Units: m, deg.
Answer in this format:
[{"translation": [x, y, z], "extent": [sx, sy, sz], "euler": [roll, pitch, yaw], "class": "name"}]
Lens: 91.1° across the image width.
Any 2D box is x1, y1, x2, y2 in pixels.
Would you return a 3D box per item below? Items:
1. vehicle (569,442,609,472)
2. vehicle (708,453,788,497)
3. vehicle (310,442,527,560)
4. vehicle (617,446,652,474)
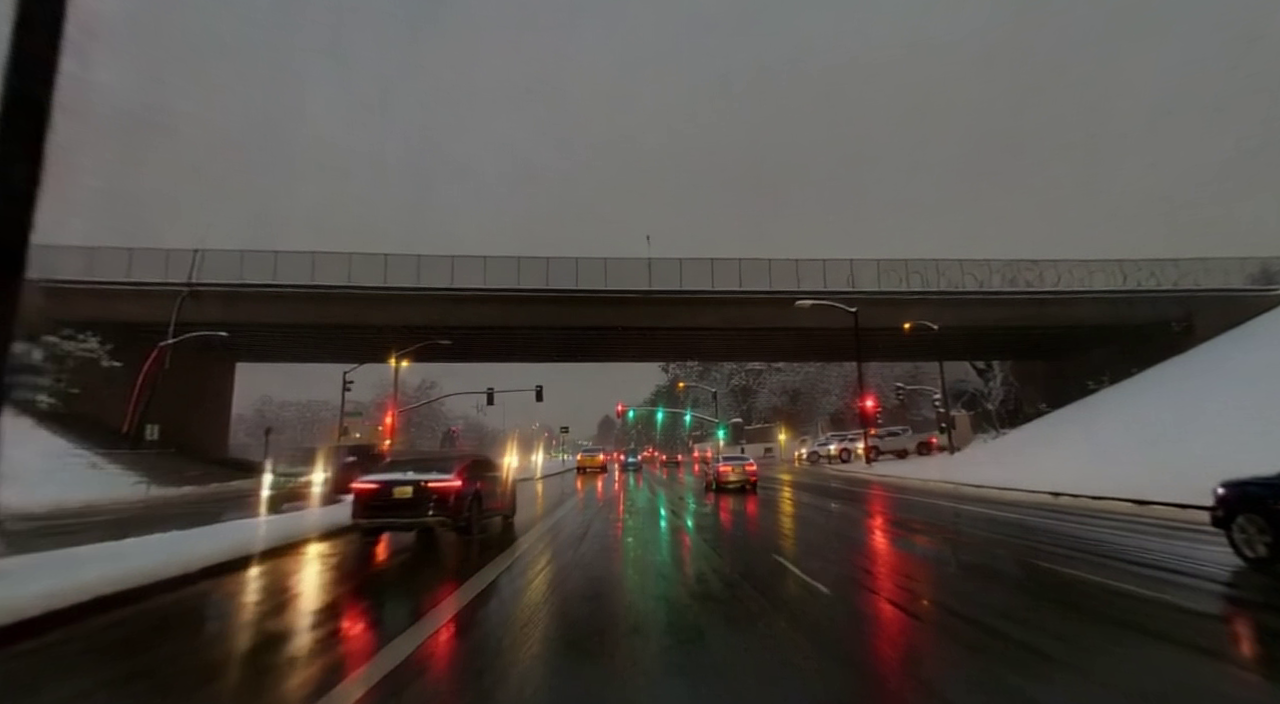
[{"translation": [-3.641, 7.644, 45.976], "extent": [2.485, 2.012, 5.498], "euler": [0, -9, 0], "class": "vehicle"}, {"translation": [3.831, 4.445, 23.095], "extent": [2.156, 1.404, 4.120], "euler": [0, -9, -1], "class": "vehicle"}, {"translation": [-3.229, 2.231, 10.186], "extent": [2.111, 1.506, 4.018], "euler": [0, -9, -1], "class": "vehicle"}, {"translation": [-0.375, 7.131, 41.710], "extent": [2.172, 1.694, 4.055], "euler": [0, -9, 0], "class": "vehicle"}]
